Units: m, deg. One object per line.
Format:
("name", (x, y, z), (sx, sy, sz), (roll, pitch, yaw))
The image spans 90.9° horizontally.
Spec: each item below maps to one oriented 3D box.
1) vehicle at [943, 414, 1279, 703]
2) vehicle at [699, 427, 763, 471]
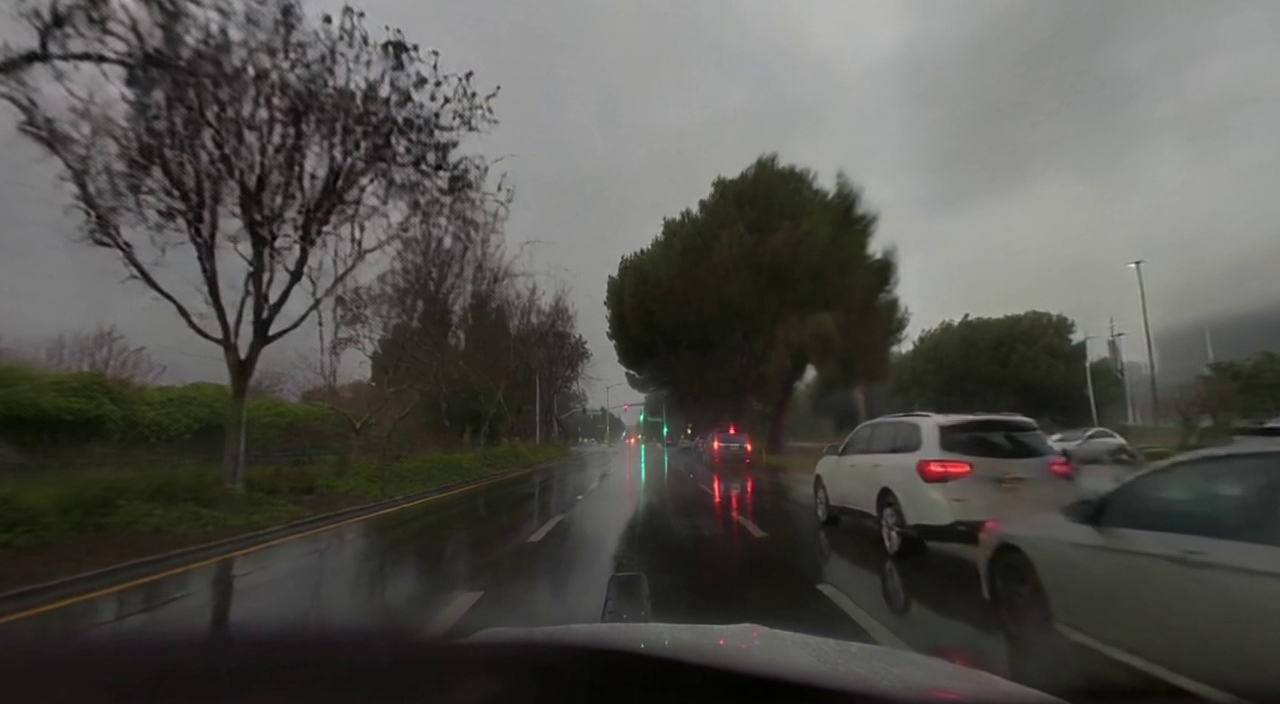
("vehicle", (3.607, 1.035, 2.886), (2.068, 1.461, 4.653), (0, -8, -1))
("vehicle", (4.160, 4.538, 29.681), (2.226, 1.889, 4.543), (0, -8, -1))
